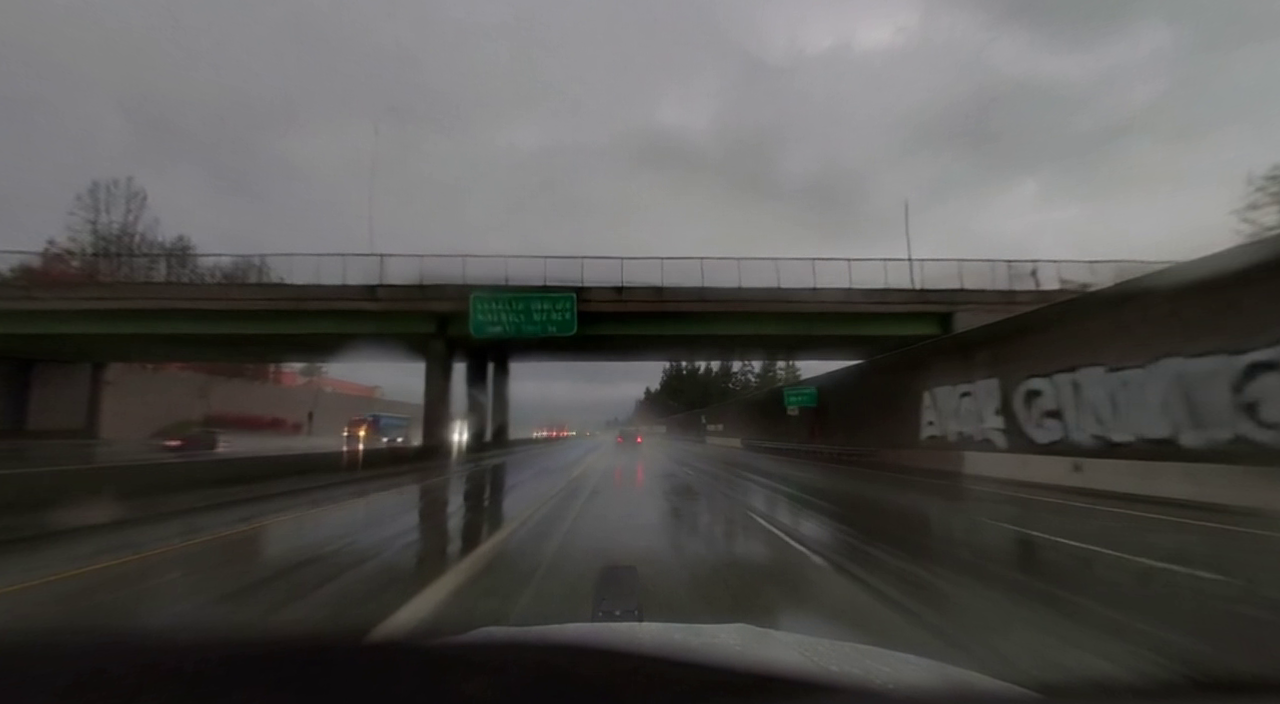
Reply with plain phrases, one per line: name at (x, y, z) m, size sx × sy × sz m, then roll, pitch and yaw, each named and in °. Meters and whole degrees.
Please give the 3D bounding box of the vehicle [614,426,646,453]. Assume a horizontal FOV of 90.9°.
vehicle at (-0.803, 6.590, 47.319) m, size 2.277 × 1.913 × 4.510 m, roll 0°, pitch -7°, yaw -2°

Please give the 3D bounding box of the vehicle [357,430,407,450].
vehicle at (-20.189, 6.905, 49.514) m, size 1.823 × 1.506 × 4.663 m, roll 0°, pitch -8°, yaw 1°

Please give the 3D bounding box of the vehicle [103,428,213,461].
vehicle at (-23.212, 4.466, 30.584) m, size 1.828 × 1.475 × 4.273 m, roll 0°, pitch -8°, yaw 2°
